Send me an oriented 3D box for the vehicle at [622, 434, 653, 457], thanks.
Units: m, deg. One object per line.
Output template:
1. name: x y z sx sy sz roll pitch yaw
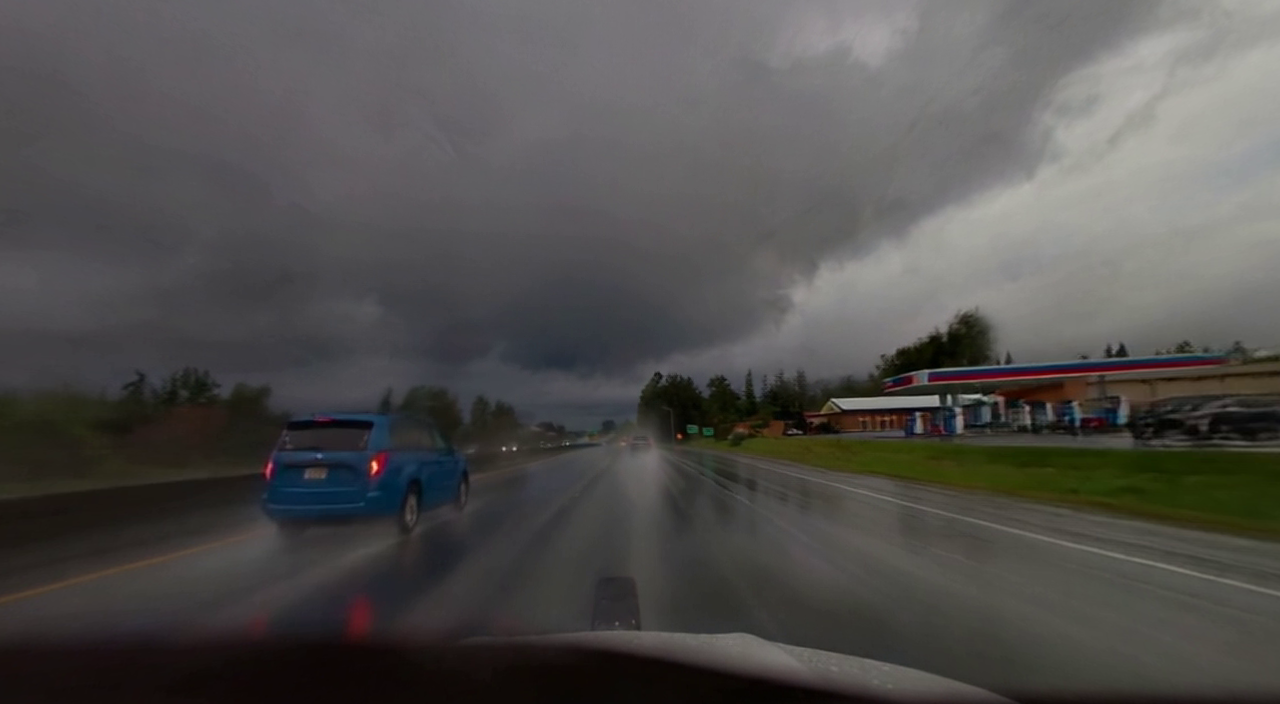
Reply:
1. vehicle: -0.199 6.918 46.799 2.151 1.550 4.694 0 -8 -1

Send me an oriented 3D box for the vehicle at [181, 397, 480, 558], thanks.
1. vehicle: -3.931 1.654 9.127 2.061 1.732 4.457 0 -8 0
